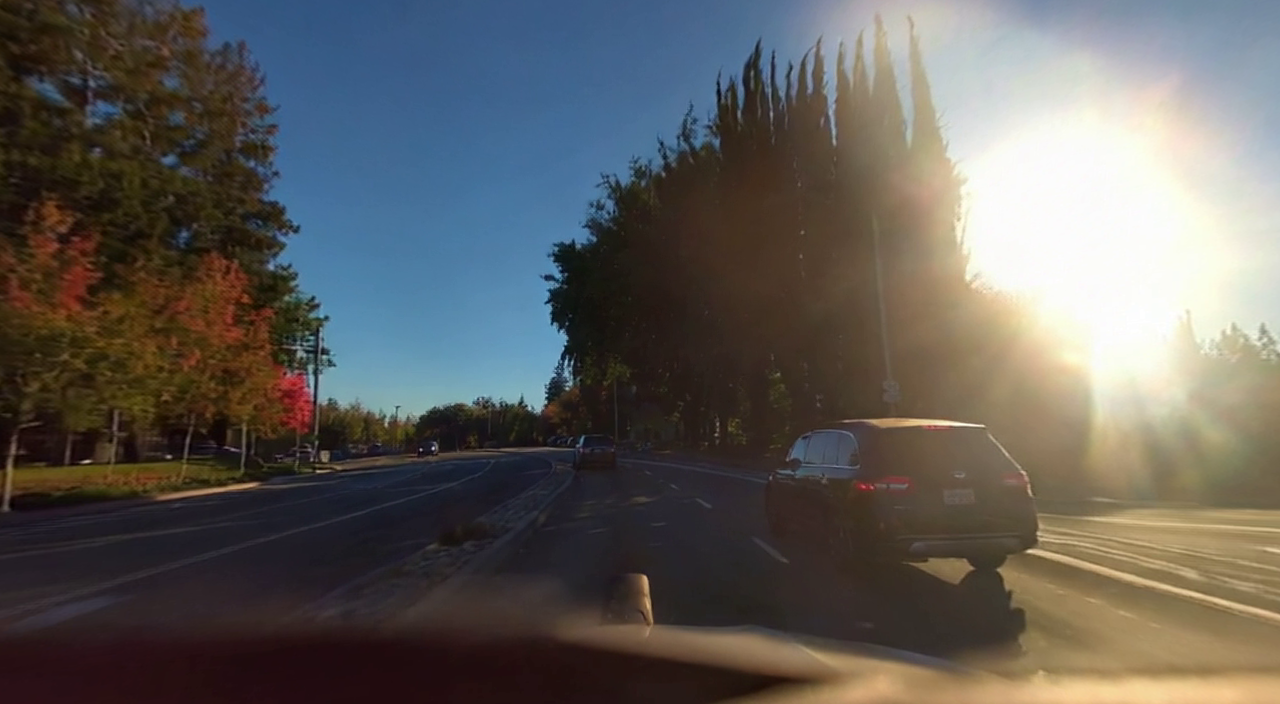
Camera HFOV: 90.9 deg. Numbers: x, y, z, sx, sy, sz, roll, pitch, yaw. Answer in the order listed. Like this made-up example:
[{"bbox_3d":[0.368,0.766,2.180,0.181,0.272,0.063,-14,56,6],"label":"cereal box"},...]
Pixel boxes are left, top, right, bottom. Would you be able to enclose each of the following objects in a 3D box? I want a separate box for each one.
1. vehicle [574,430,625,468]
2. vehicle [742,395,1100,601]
[{"bbox_3d":[-2.238,5.111,33.450,2.185,1.822,4.583,1,-8,-10],"label":"vehicle"},{"bbox_3d":[2.703,1.525,7.560,2.024,1.686,4.588,0,-8,-2],"label":"vehicle"}]
